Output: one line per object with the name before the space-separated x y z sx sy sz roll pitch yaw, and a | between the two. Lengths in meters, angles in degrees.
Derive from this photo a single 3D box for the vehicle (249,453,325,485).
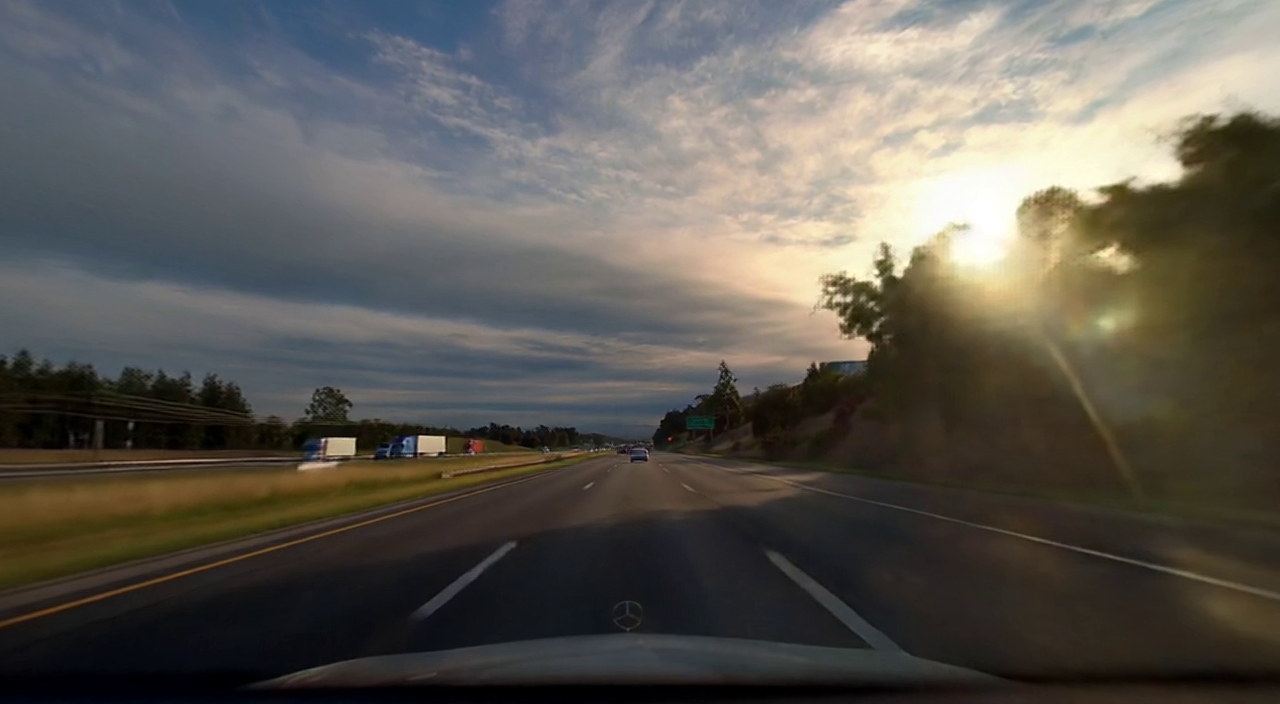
vehicle | -18.951 6.272 34.022 1.807 1.559 3.952 0 -9 -1

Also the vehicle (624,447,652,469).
vehicle | -0.154 7.804 46.397 1.916 1.494 4.335 0 -9 -1
